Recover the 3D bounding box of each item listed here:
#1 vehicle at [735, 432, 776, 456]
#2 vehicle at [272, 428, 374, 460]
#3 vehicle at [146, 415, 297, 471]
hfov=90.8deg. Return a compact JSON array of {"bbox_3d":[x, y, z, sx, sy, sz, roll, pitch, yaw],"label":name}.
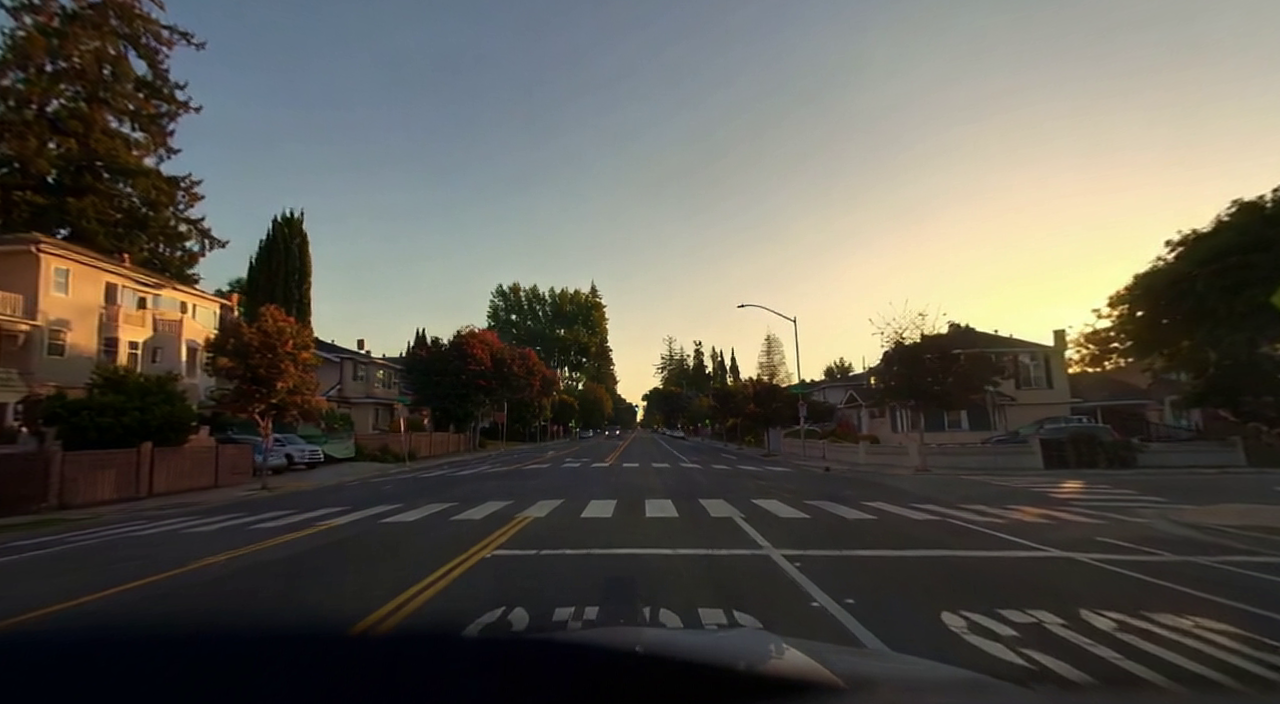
[{"bbox_3d":[7.956,6.415,43.813,2.029,1.554,4.705,0,-9,1],"label":"vehicle"},{"bbox_3d":[-17.994,5.267,36.035,4.743,1.734,1.994,0,-9,0],"label":"vehicle"},{"bbox_3d":[-17.959,3.930,27.325,4.800,2.259,2.303,0,-9,-1],"label":"vehicle"}]
